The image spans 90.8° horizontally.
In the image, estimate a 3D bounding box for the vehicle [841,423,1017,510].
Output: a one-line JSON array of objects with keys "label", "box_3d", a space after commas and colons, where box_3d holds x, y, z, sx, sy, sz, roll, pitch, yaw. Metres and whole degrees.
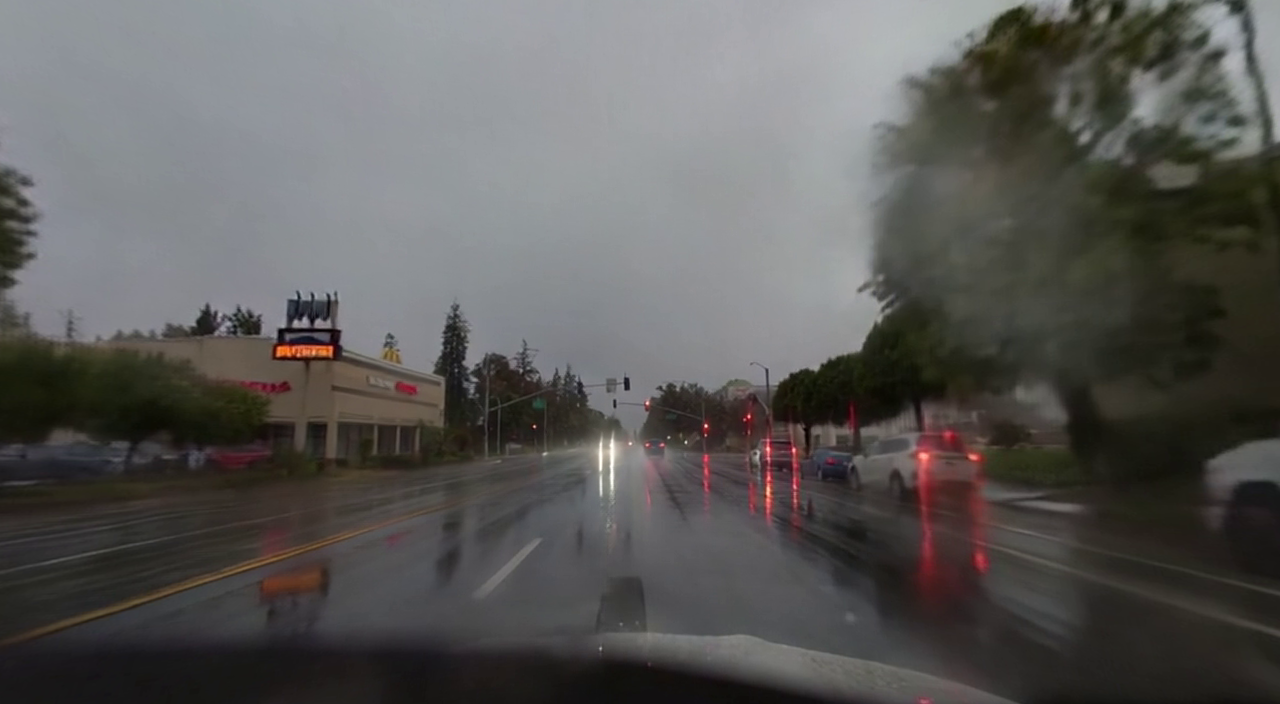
[{"label": "vehicle", "box_3d": [7.155, 2.894, 16.398, 2.088, 1.848, 4.936, 0, -9, -2]}]

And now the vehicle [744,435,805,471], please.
[{"label": "vehicle", "box_3d": [7.210, 5.481, 34.408, 2.132, 1.793, 5.003, 0, -8, -1]}]

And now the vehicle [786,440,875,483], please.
[{"label": "vehicle", "box_3d": [7.138, 4.143, 24.236, 1.922, 1.473, 4.738, 0, -8, 0]}]
